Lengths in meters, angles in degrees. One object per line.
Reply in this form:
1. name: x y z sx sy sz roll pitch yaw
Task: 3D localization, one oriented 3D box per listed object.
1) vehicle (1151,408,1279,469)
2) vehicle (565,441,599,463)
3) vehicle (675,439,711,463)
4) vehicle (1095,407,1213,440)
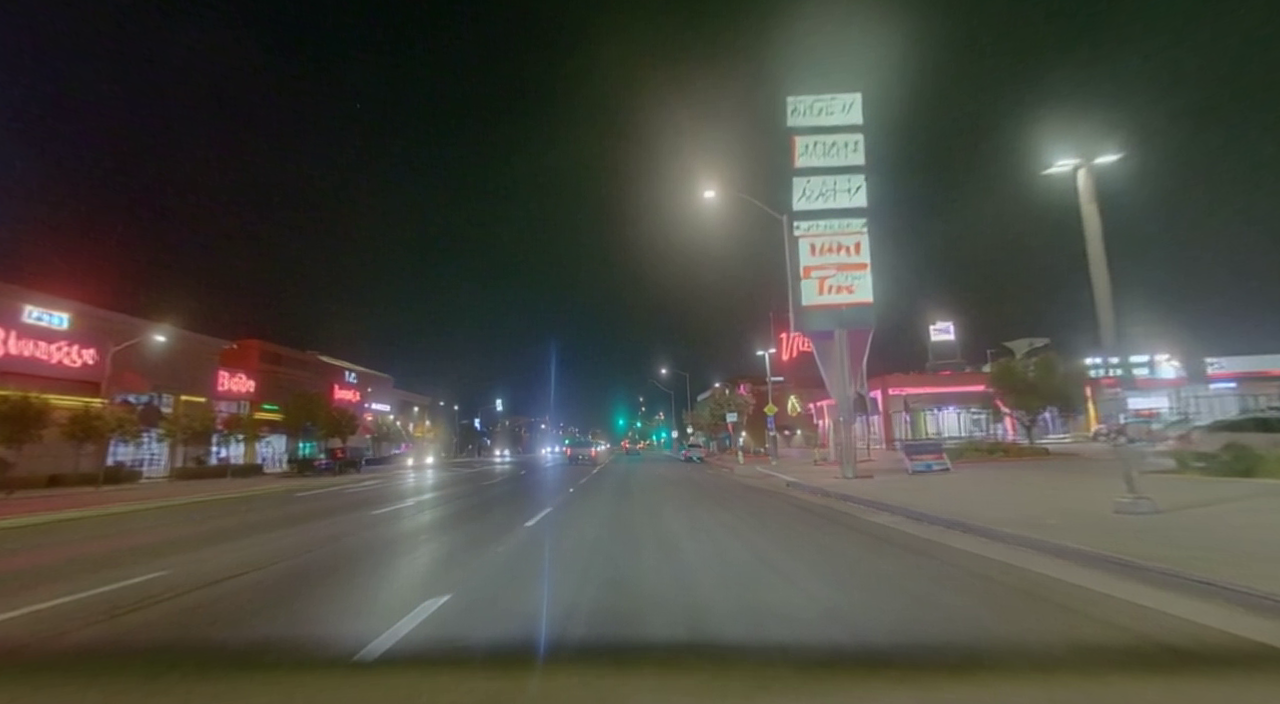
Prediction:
1. vehicle: 16.347 2.222 16.152 2.150 1.463 4.524 5 -10 -33
2. vehicle: -4.292 7.537 47.721 2.179 1.490 4.742 0 -9 -1
3. vehicle: 3.492 6.701 42.737 1.922 1.507 4.824 0 -9 -1
4. vehicle: 33.570 4.782 41.479 2.071 1.958 5.485 4 -10 -27
